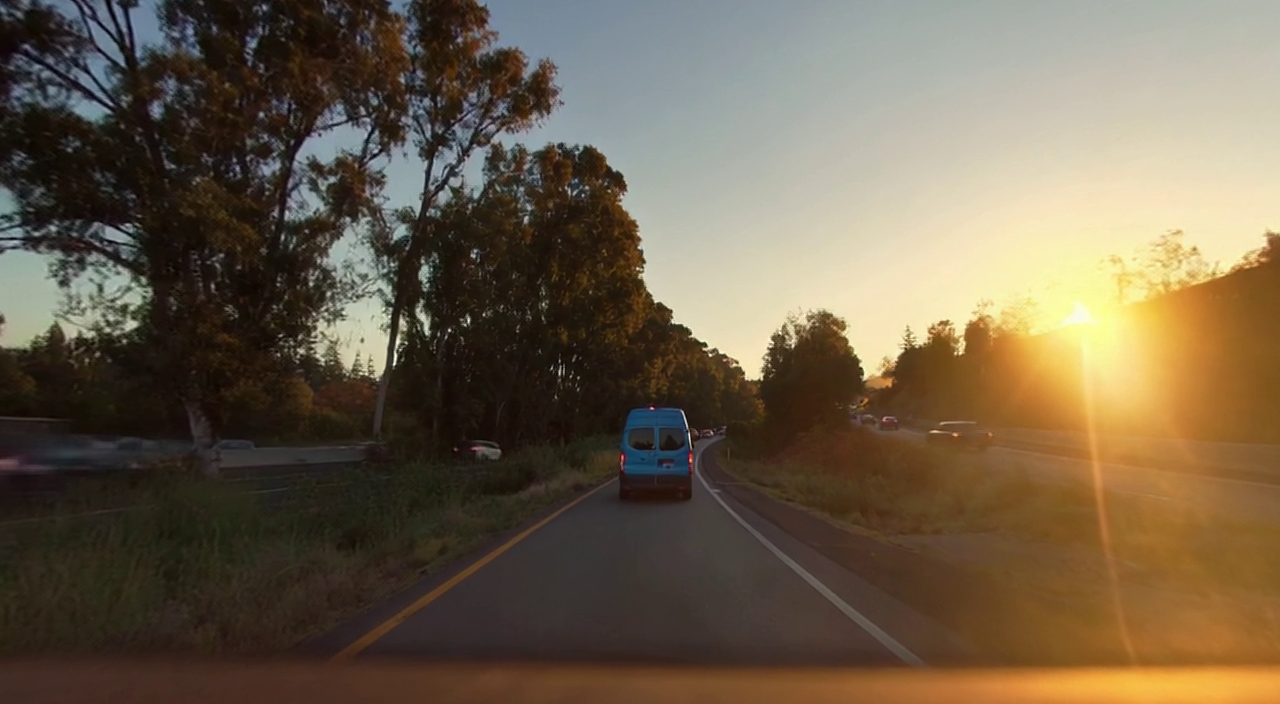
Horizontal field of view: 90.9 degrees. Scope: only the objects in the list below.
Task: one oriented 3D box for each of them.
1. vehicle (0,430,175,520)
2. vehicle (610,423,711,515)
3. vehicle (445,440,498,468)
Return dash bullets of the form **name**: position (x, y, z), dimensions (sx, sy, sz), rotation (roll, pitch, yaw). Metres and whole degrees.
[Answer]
- **vehicle**: position (-13.011, 2.540, 13.393), dimensions (2.050, 1.676, 5.319), rotation (-1, -8, 2)
- **vehicle**: position (0.389, 2.712, 15.152), dimensions (2.043, 1.821, 4.558), rotation (0, -8, -1)
- **vehicle**: position (-11.544, 6.973, 43.534), dimensions (2.104, 1.795, 4.737), rotation (-1, -8, 4)
